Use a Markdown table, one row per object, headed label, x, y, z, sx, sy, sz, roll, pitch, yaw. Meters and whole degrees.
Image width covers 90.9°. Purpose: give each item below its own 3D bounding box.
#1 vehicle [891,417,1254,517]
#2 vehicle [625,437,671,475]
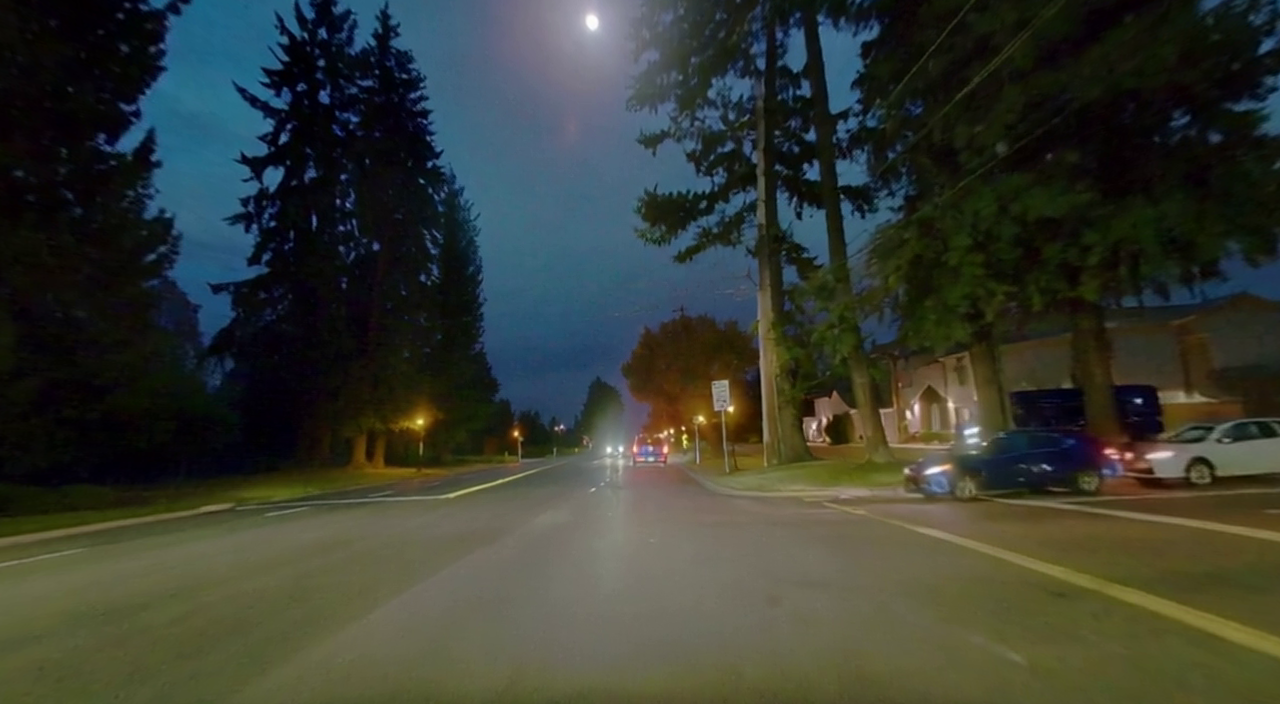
| label | x | y | z | sx | sy | sz | roll | pitch | yaw |
| --- | --- | --- | --- | --- | --- | --- | --- | --- | --- |
| vehicle | 6.827 | 1.872 | 10.411 | 4.543 | 1.472 | 1.830 | -1 | -9 | 2 |
| vehicle | 0.398 | 5.052 | 30.807 | 2.120 | 1.718 | 3.909 | 0 | -8 | 1 |
